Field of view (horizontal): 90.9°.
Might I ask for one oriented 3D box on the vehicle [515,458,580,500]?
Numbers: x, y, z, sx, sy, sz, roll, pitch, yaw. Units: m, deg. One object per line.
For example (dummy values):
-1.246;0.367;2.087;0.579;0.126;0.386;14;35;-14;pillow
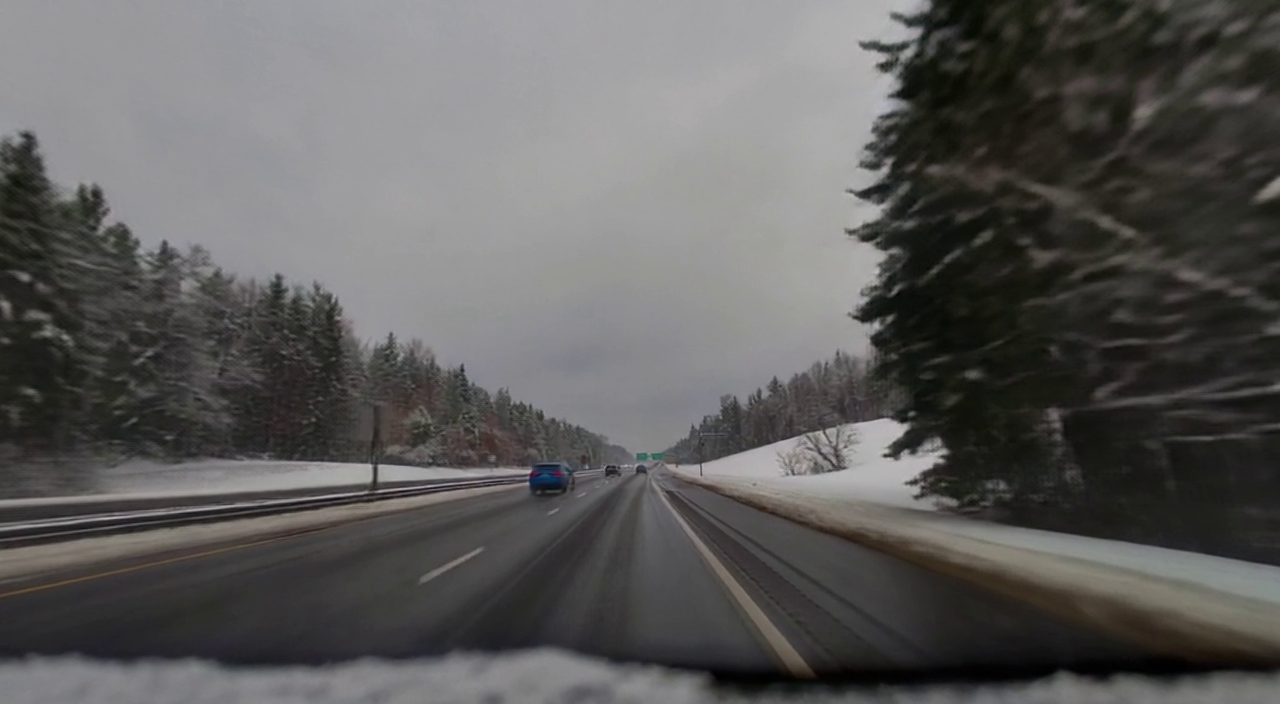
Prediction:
-3.893;5.488;27.357;2.042;1.629;4.276;0;-10;2;vehicle
